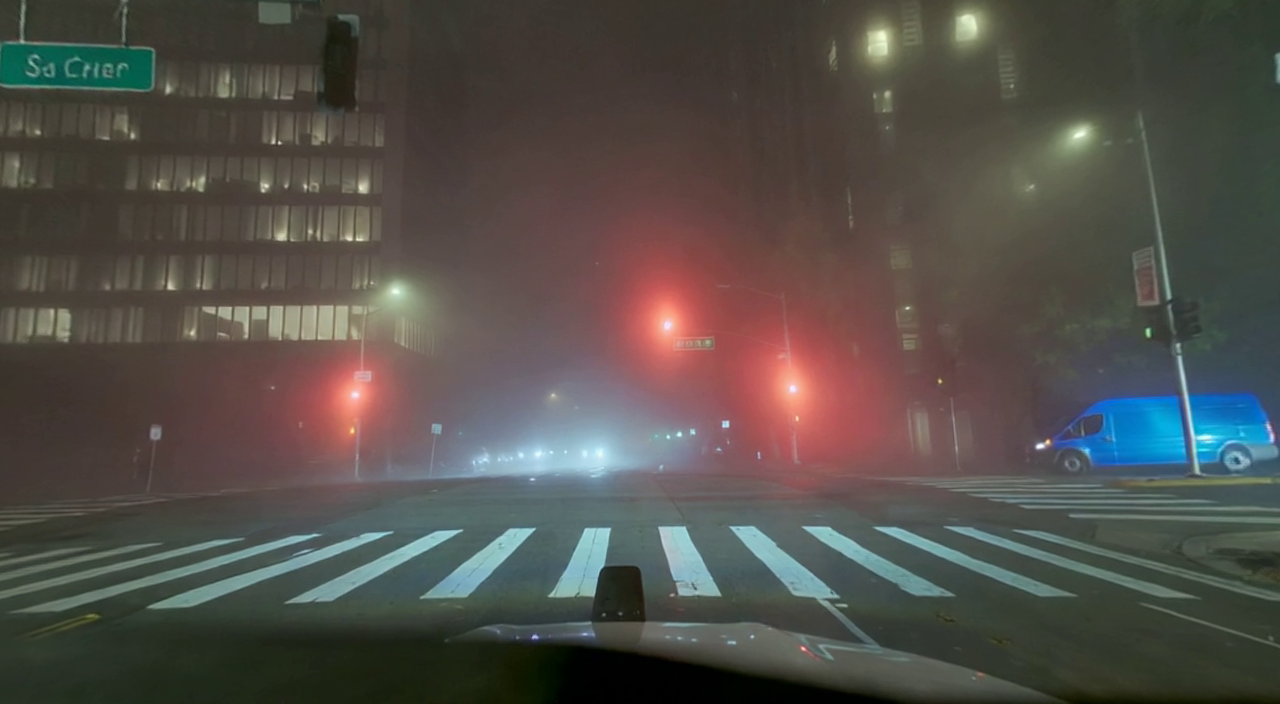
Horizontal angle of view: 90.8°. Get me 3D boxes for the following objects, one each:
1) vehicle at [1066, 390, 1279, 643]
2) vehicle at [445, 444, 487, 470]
[{"bbox_3d":[5.654,1.135,4.240,2.070,1.804,4.881,0,-8,-1],"label":"vehicle"},{"bbox_3d":[-12.428,7.504,45.385,1.935,1.639,4.244,-3,-8,-2],"label":"vehicle"}]
